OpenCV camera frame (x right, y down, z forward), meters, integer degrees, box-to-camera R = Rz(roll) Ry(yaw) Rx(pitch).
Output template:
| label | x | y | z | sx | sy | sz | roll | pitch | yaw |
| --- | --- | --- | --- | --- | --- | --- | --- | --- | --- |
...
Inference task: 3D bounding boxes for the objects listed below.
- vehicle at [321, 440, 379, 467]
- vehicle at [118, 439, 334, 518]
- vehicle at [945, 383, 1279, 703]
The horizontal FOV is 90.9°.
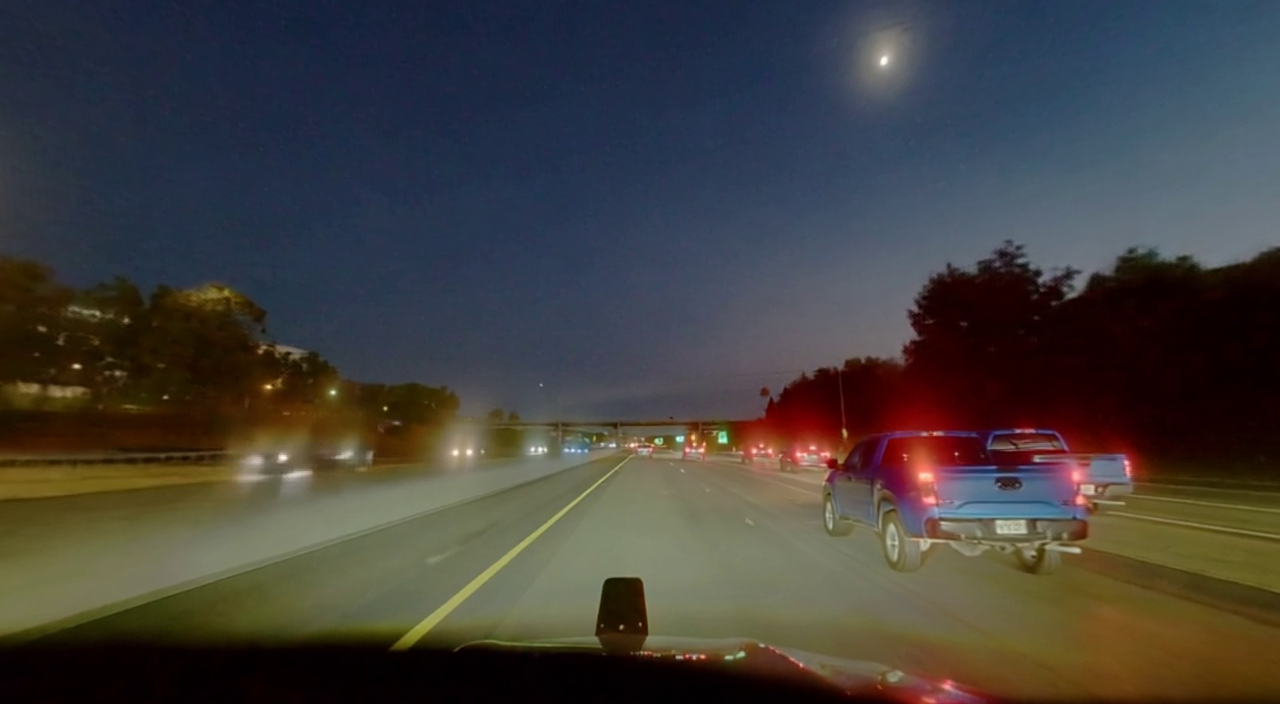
| label | x | y | z | sx | sy | sz | roll | pitch | yaw |
| --- | --- | --- | --- | --- | --- | --- | --- | --- | --- |
| vehicle | -21.165 | 7.405 | 46.262 | 2.054 | 1.798 | 4.634 | 0 | -8 | 0 |
| vehicle | -8.986 | 2.731 | 14.295 | 1.865 | 1.481 | 4.492 | 0 | -8 | 0 |
| vehicle | 3.280 | 0.865 | 2.123 | 2.119 | 1.524 | 4.807 | 0 | -8 | 0 |
